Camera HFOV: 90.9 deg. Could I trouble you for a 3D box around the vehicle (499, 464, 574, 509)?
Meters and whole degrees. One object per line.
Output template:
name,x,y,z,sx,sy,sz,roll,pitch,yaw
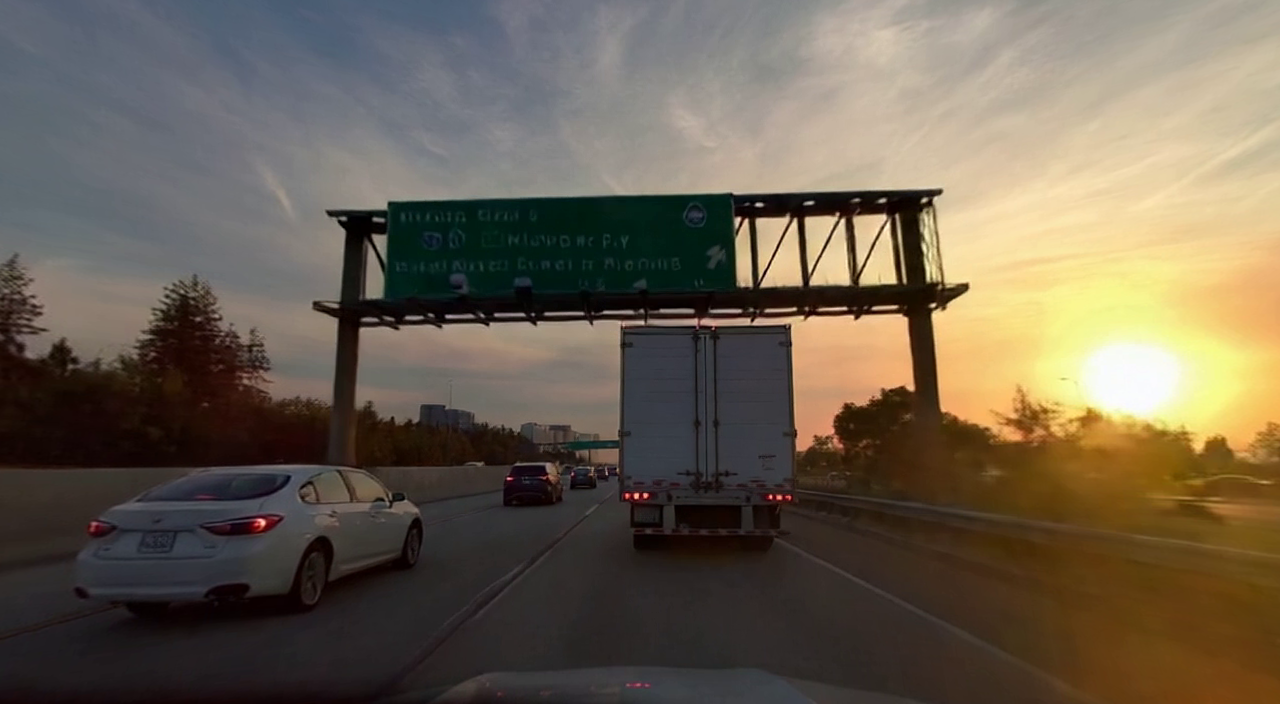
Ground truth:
vehicle,-3.758,4.996,23.671,1.964,1.482,4.371,0,-11,1

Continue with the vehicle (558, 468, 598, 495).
vehicle,-3.530,7.460,36.462,1.867,1.418,3.670,0,-11,1

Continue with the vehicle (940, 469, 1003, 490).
vehicle,25.330,9.743,48.304,4.107,1.485,1.796,-4,-12,25

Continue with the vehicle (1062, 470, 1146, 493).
vehicle,32.600,9.095,44.384,4.299,1.465,1.807,-1,-11,11

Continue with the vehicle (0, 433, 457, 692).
vehicle,-3.519,1.694,6.180,1.983,1.509,4.679,1,-11,1

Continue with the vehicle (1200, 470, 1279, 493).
vehicle,41.812,9.030,43.883,3.974,1.485,1.709,1,-11,-3

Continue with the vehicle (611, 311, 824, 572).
vehicle,0.966,1.964,12.926,2.831,3.529,8.689,1,-11,-1
